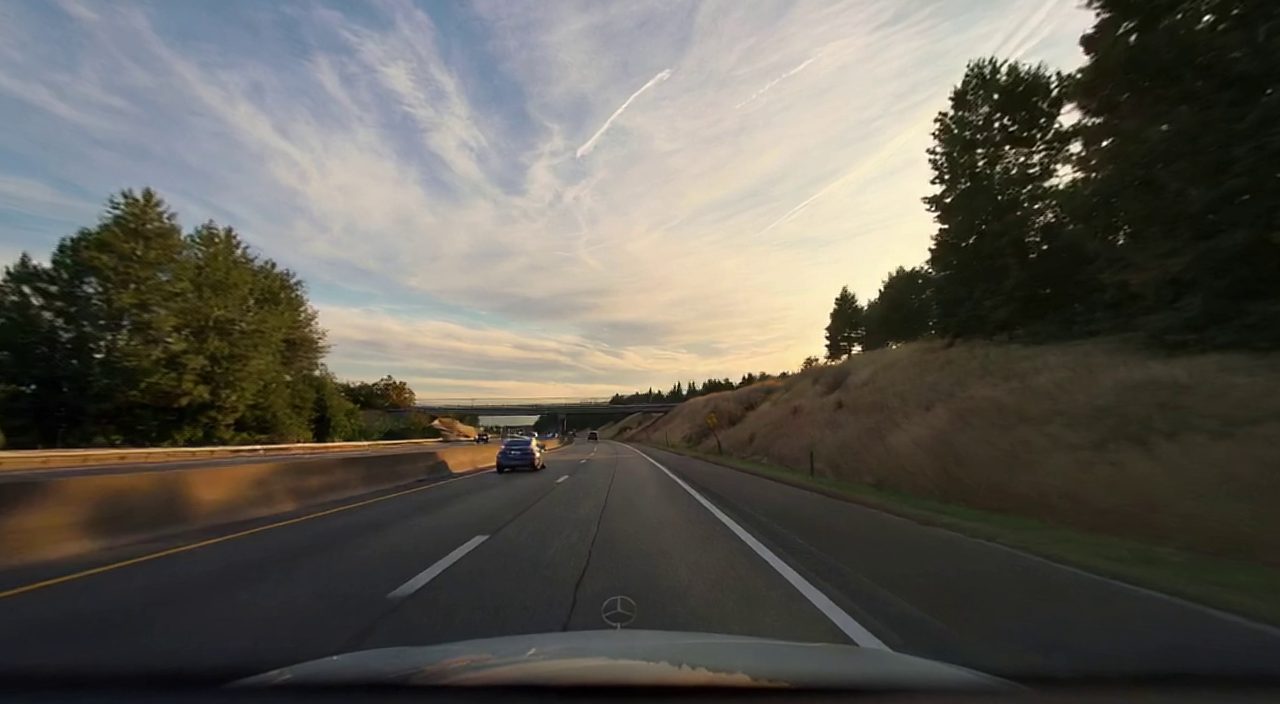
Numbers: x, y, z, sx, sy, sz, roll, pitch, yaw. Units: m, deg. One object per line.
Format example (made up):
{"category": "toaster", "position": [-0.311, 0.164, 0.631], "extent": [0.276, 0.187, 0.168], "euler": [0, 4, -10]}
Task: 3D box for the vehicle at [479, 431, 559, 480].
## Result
{"category": "vehicle", "position": [-4.103, 3.561, 22.026], "extent": [2.005, 1.509, 4.260], "euler": [0, -8, -1]}
